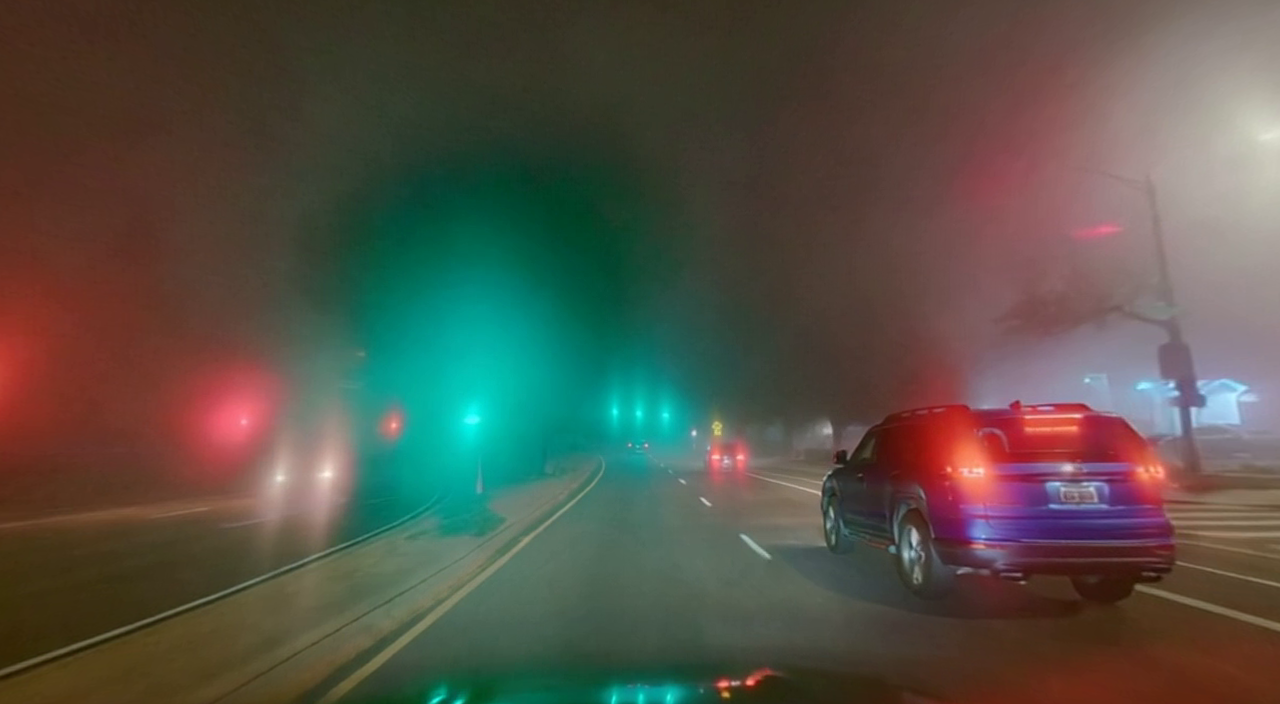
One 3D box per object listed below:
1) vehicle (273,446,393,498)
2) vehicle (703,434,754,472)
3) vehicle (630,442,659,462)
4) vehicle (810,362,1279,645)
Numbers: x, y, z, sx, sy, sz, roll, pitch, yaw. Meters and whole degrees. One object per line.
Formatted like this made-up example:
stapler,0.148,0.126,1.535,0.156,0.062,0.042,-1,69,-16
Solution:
vehicle,-9.772,3.802,20.455,1.932,1.483,4.246,1,-8,-3
vehicle,4.506,5.241,32.889,2.085,1.828,5.383,0,-8,3
vehicle,0.332,7.700,48.565,2.131,1.474,4.146,0,-8,1
vehicle,3.374,1.317,6.419,2.033,1.865,4.360,0,-8,0
